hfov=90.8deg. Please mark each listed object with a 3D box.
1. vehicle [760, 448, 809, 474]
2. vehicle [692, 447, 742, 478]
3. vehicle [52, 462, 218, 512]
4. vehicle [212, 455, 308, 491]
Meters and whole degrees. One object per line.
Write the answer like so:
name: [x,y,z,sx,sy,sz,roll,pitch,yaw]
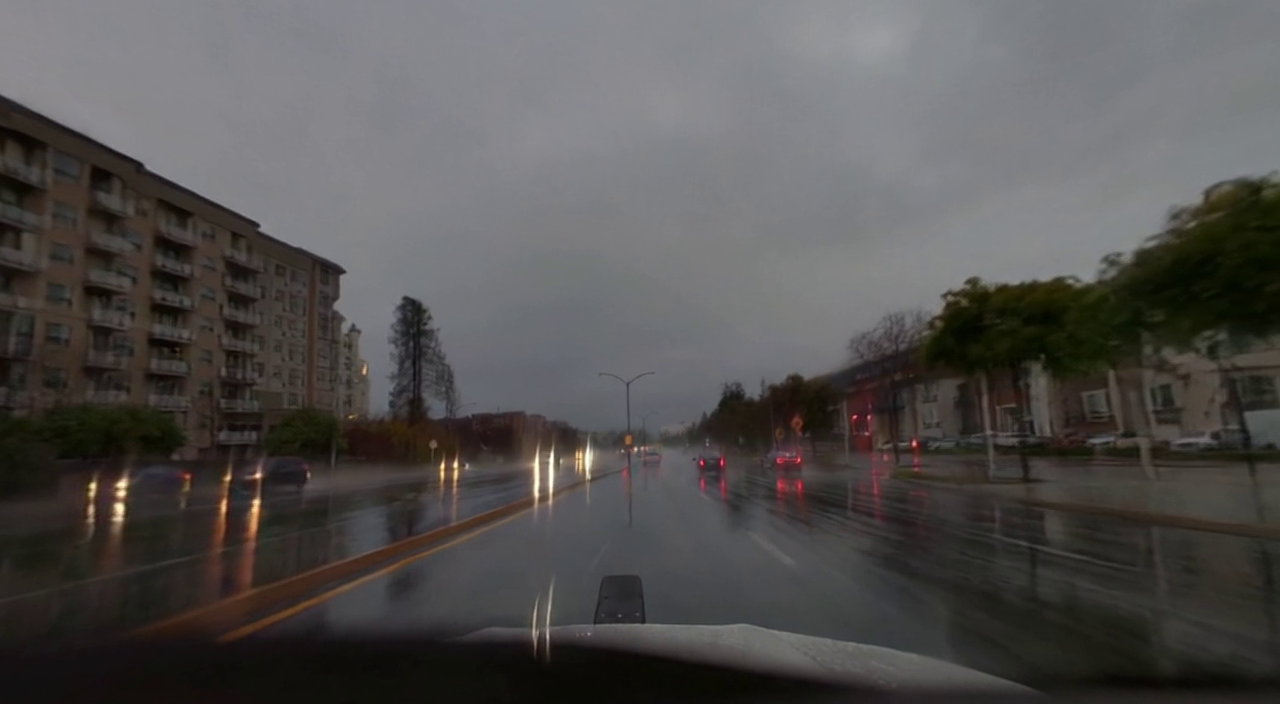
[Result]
vehicle: [8.613,6.499,37.973,1.932,1.439,4.159,0,-9,0]
vehicle: [3.962,5.770,33.196,2.020,1.479,4.650,0,-9,0]
vehicle: [-17.396,4.642,22.146,1.804,1.421,4.659,-1,-9,3]
vehicle: [-21.354,6.779,35.823,2.141,1.809,5.002,-1,-9,3]
